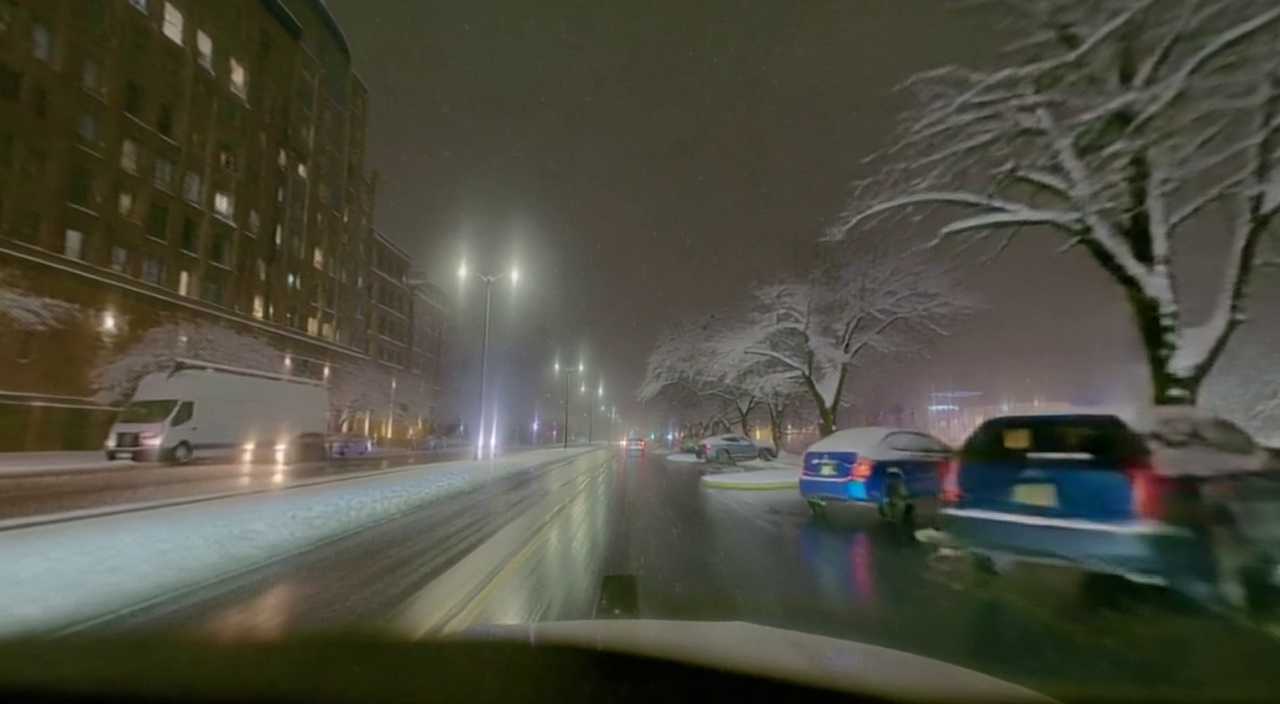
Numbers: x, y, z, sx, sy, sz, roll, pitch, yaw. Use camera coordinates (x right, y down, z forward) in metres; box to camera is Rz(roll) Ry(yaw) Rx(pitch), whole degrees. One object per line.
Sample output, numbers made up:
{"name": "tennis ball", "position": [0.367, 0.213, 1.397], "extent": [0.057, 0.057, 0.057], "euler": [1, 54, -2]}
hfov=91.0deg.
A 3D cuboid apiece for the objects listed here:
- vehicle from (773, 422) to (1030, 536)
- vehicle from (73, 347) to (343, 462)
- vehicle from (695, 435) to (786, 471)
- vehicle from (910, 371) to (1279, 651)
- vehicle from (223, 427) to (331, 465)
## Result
{"name": "vehicle", "position": [4.518, 1.977, 10.546], "extent": [4.720, 1.487, 1.876], "euler": [6, -10, -39]}
{"name": "vehicle", "position": [-18.910, 2.879, 29.831], "extent": [3.054, 4.140, 14.110], "euler": [-1, -8, -1]}
{"name": "vehicle", "position": [4.559, 4.520, 28.504], "extent": [3.896, 1.488, 1.868], "euler": [6, -10, -38]}
{"name": "vehicle", "position": [4.781, 1.233, 5.976], "extent": [4.585, 1.660, 1.969], "euler": [6, -10, -37]}
{"name": "vehicle", "position": [-15.553, 4.074, 27.315], "extent": [1.909, 1.465, 4.758], "euler": [0, -8, -1]}
